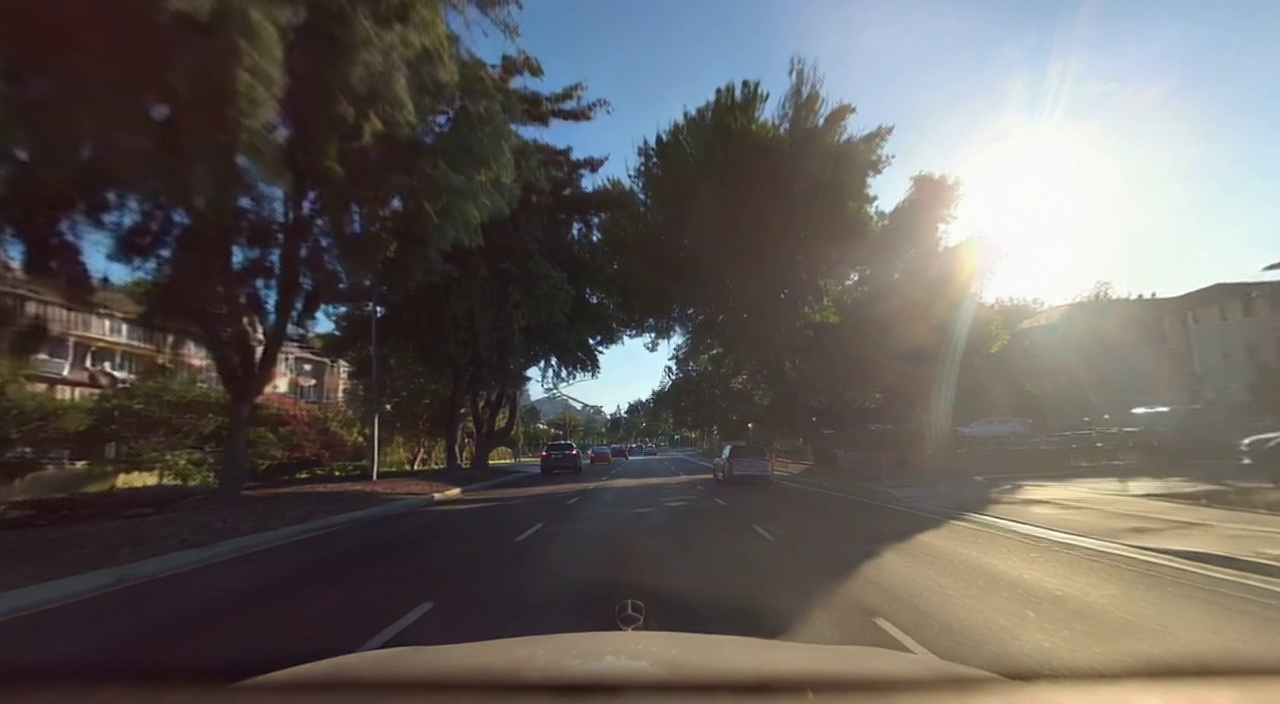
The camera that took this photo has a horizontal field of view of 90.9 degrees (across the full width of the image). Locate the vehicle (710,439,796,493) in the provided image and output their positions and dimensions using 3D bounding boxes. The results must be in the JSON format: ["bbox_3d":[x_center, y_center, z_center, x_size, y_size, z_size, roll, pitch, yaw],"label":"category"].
[{"bbox_3d":[3.462,3.578,20.146,1.945,1.530,4.320,0,-8,0],"label":"vehicle"}]

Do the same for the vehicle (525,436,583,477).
[{"bbox_3d":[-4.058,5.026,30.548,2.216,1.828,4.886,0,-8,-1],"label":"vehicle"}]
